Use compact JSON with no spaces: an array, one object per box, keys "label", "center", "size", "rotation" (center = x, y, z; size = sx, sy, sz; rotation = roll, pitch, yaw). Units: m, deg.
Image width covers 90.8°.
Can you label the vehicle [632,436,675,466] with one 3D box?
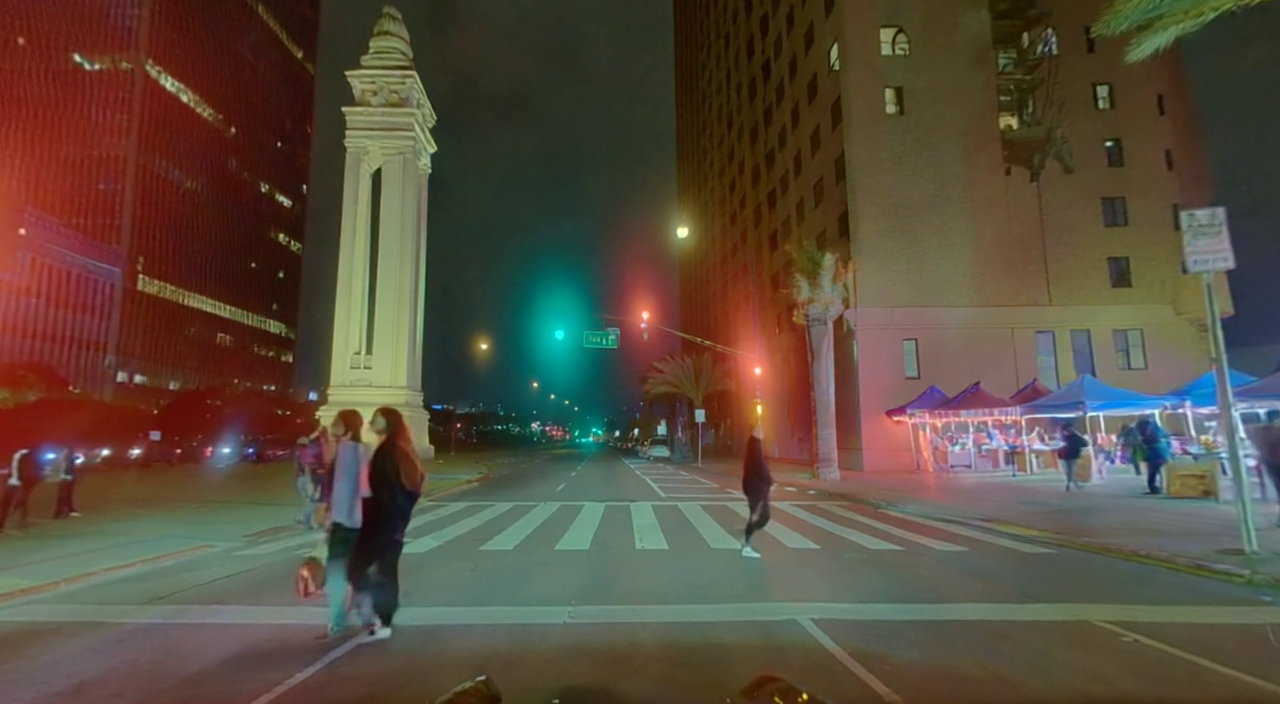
[{"label":"vehicle","center":[0.900,7.292,46.601],"size":[2.322,2.071,5.366],"rotation":[1,-9,-9]}]

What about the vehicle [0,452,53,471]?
[{"label":"vehicle","center":[-46.292,7.956,46.009],"size":[2.121,1.294,5.167],"rotation":[0,-8,1]}]
